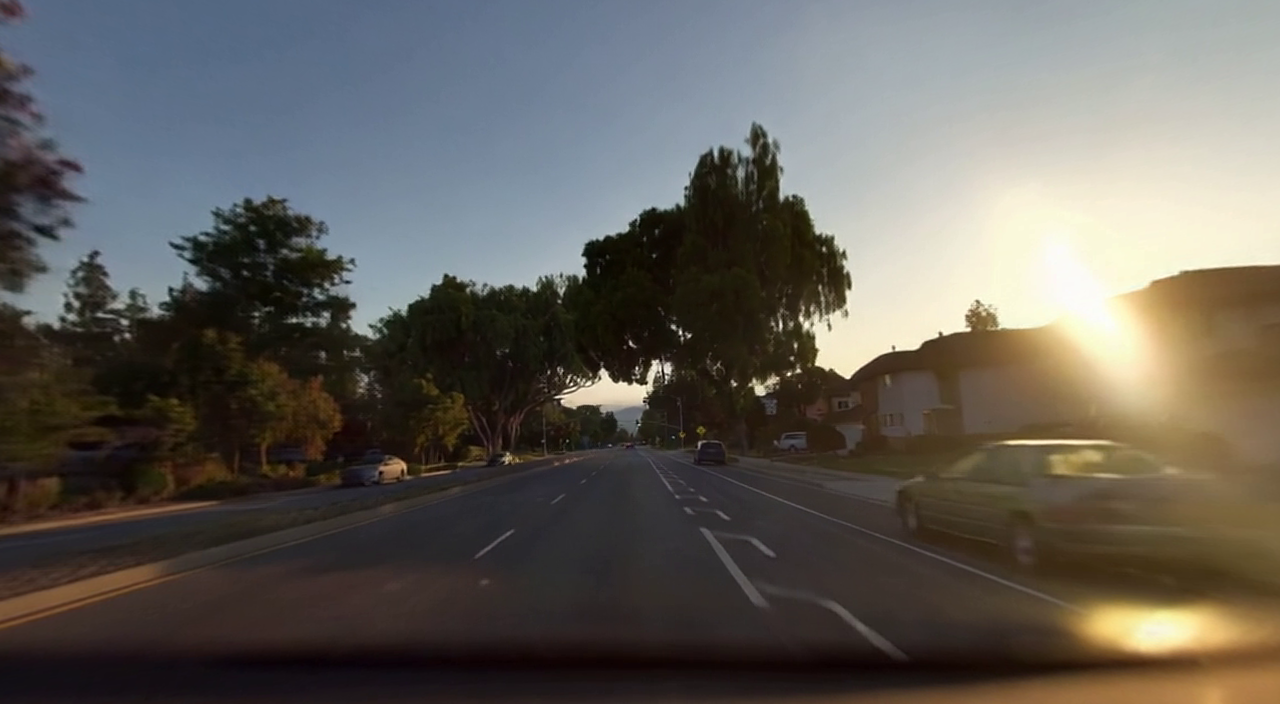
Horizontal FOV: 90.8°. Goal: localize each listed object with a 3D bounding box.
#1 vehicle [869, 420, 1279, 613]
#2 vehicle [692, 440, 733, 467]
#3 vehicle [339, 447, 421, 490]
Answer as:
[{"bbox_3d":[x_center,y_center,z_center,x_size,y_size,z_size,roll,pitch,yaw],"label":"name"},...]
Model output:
[{"bbox_3d":[4.593,1.707,7.579,1.939,1.561,4.495,2,-8,-1],"label":"vehicle"},{"bbox_3d":[4.374,6.267,38.854,2.000,1.520,4.943,-1,-9,0],"label":"vehicle"},{"bbox_3d":[-12.478,5.580,30.679,2.034,1.646,4.808,-4,-7,-2],"label":"vehicle"}]
